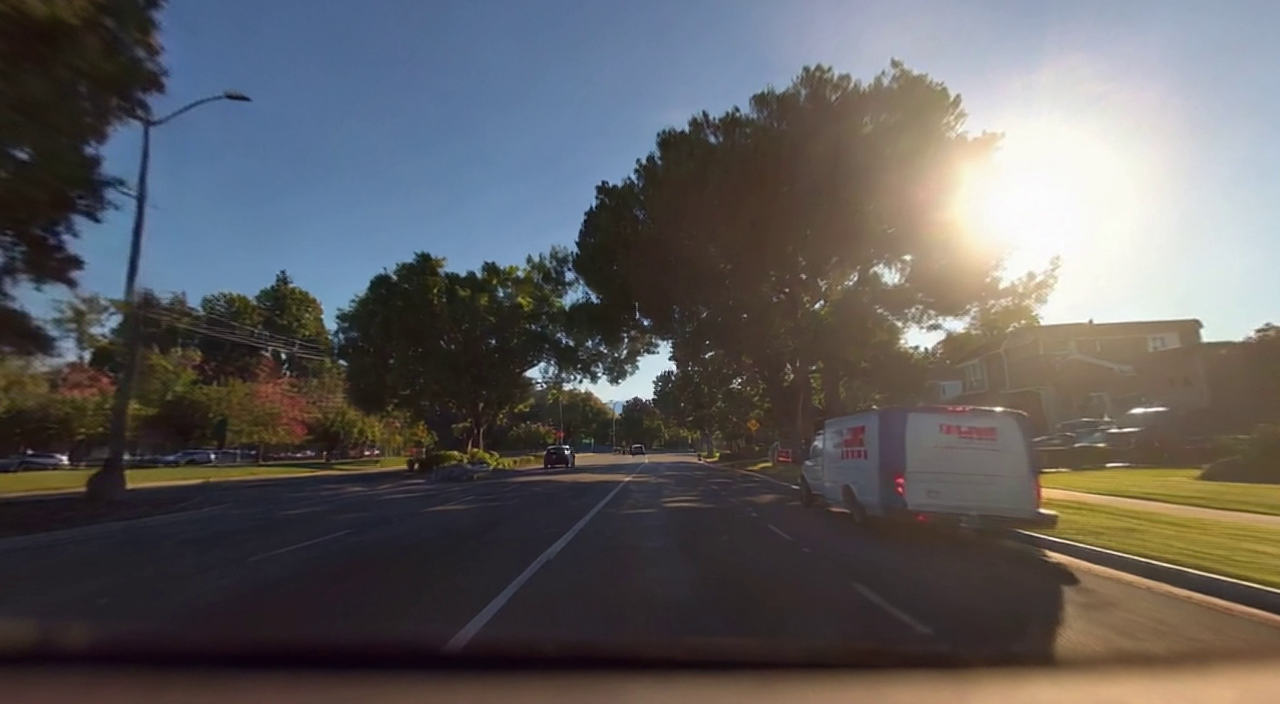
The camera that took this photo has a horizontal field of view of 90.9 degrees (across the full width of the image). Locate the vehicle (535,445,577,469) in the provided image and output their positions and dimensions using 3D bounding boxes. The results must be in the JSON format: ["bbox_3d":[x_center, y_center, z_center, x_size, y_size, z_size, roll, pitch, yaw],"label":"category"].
[{"bbox_3d":[-5.582,7.008,42.276,2.060,1.473,4.645,0,-9,1],"label":"vehicle"}]

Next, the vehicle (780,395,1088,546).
[{"bbox_3d":[4.694,2.090,11.869,2.695,2.013,6.661,0,-9,1],"label":"vehicle"}]
